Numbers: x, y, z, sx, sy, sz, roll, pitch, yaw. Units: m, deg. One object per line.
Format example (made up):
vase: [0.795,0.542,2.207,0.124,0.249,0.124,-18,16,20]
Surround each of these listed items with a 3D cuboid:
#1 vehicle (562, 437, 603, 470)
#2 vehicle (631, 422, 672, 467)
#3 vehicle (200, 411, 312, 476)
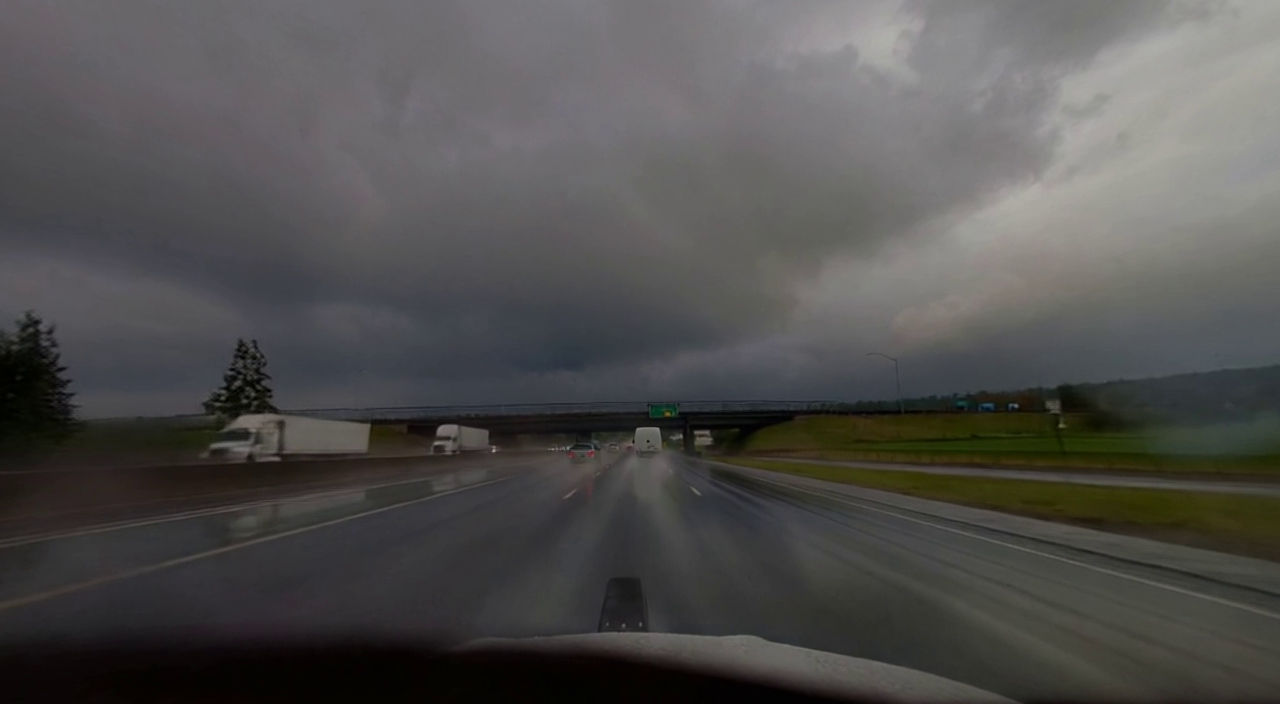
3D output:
vehicle: [-3.834,6.914,43.117,2.233,2.093,5.565,0,-9,0]
vehicle: [0.755,7.023,47.607,2.790,3.075,7.414,0,-9,-1]
vehicle: [-23.956,5.773,39.731,3.054,3.755,5.991,0,-9,0]
